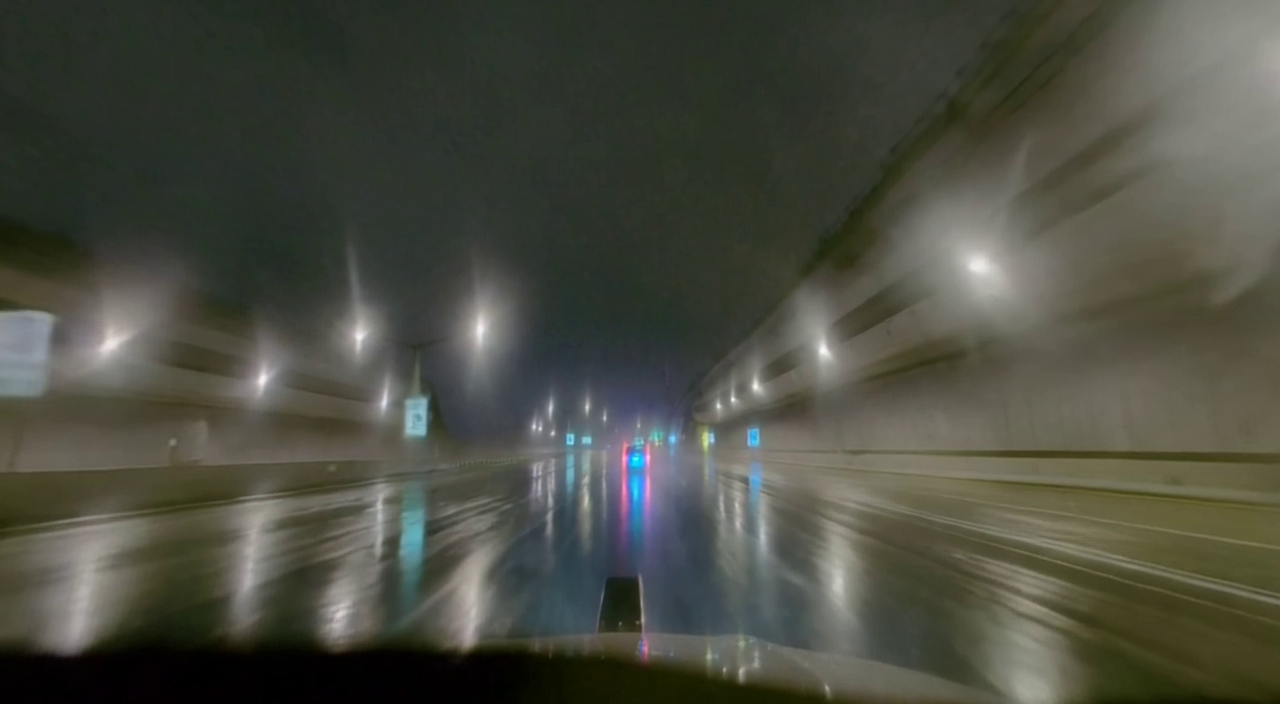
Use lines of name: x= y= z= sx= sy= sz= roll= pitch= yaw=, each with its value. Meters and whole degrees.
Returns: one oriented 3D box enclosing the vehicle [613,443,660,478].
vehicle: x=-0.189 y=5.081 z=29.550 sx=2.055 sy=1.501 sz=4.321 roll=0 pitch=-9 yaw=-1
